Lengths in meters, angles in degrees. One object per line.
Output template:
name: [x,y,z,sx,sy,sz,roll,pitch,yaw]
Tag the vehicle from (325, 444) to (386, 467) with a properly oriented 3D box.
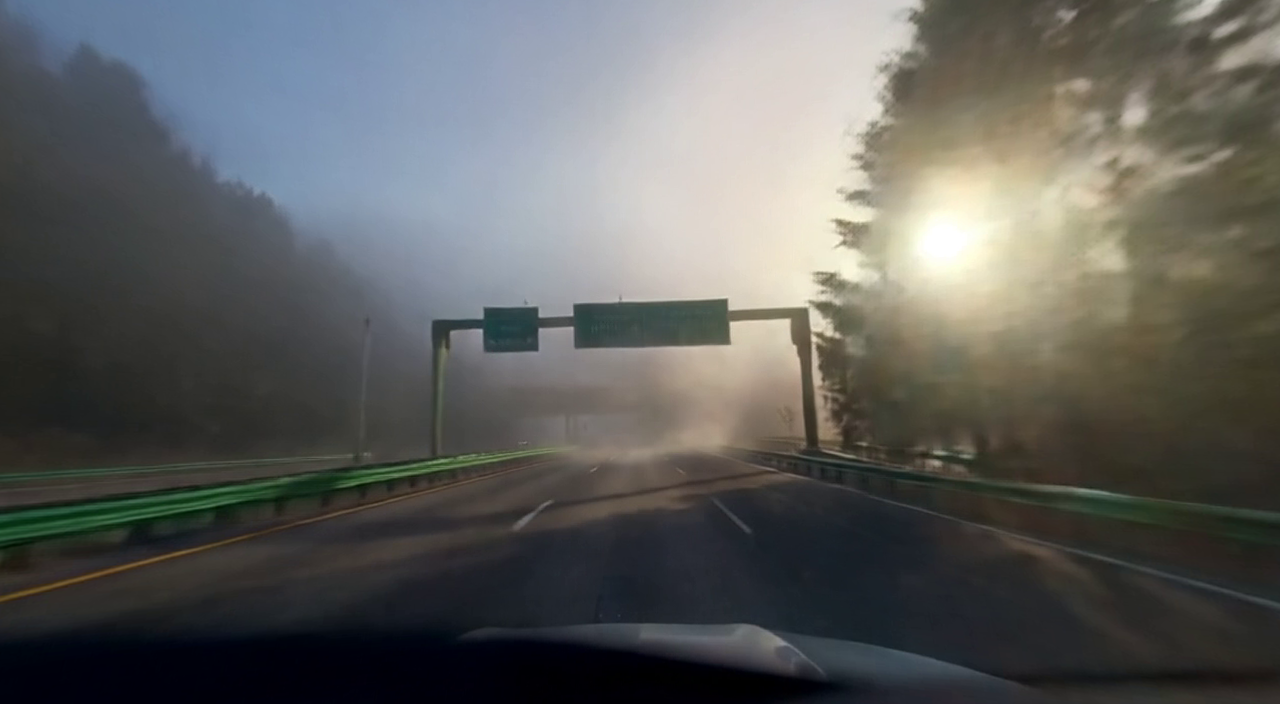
vehicle: [-19.747,7.170,43.946,2.167,1.427,4.906,0,-8,-3]
